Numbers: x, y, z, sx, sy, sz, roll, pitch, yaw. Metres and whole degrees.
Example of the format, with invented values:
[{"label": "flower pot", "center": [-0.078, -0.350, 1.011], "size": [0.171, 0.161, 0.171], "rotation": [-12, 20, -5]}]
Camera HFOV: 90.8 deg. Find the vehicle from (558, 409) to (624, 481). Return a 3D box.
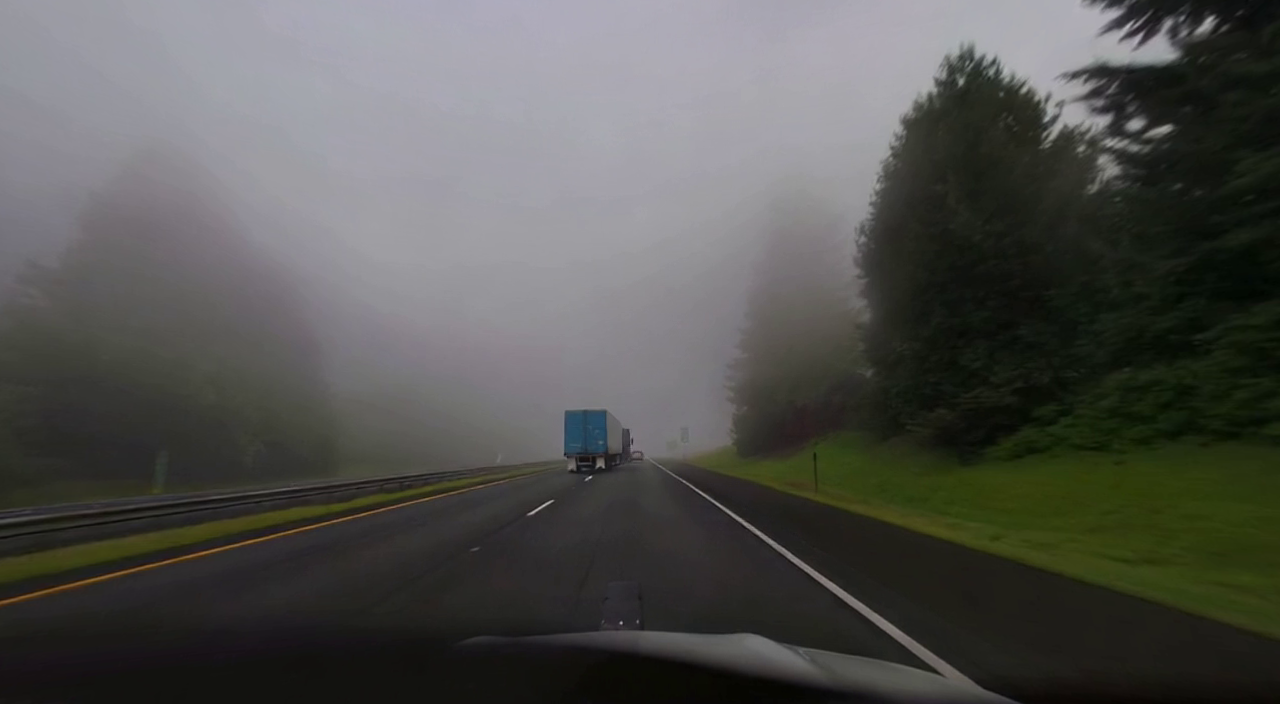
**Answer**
[{"label": "vehicle", "center": [-2.313, 4.777, 32.305], "size": [2.704, 3.270, 6.745], "rotation": [0, -9, 1]}]
